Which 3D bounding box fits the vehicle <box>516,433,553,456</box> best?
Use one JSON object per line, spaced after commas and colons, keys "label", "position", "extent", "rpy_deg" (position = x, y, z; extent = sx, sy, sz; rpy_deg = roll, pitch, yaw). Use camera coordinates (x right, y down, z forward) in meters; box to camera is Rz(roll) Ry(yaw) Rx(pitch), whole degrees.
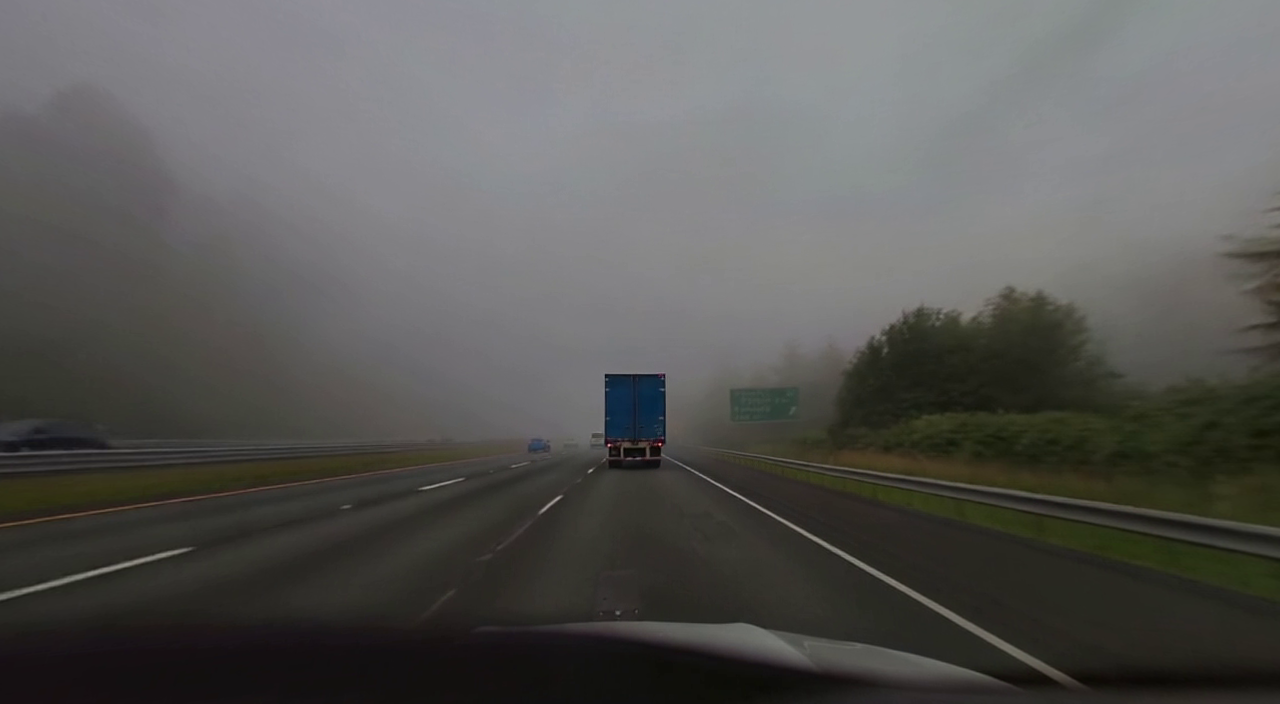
{"label": "vehicle", "position": [-7.153, 6.317, 42.945], "extent": [1.856, 1.479, 3.710], "rpy_deg": [0, -8, 0]}

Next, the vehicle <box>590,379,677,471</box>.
{"label": "vehicle", "position": [-0.347, 3.660, 30.687], "extent": [3.033, 3.223, 14.836], "rpy_deg": [4, -7, 0]}
